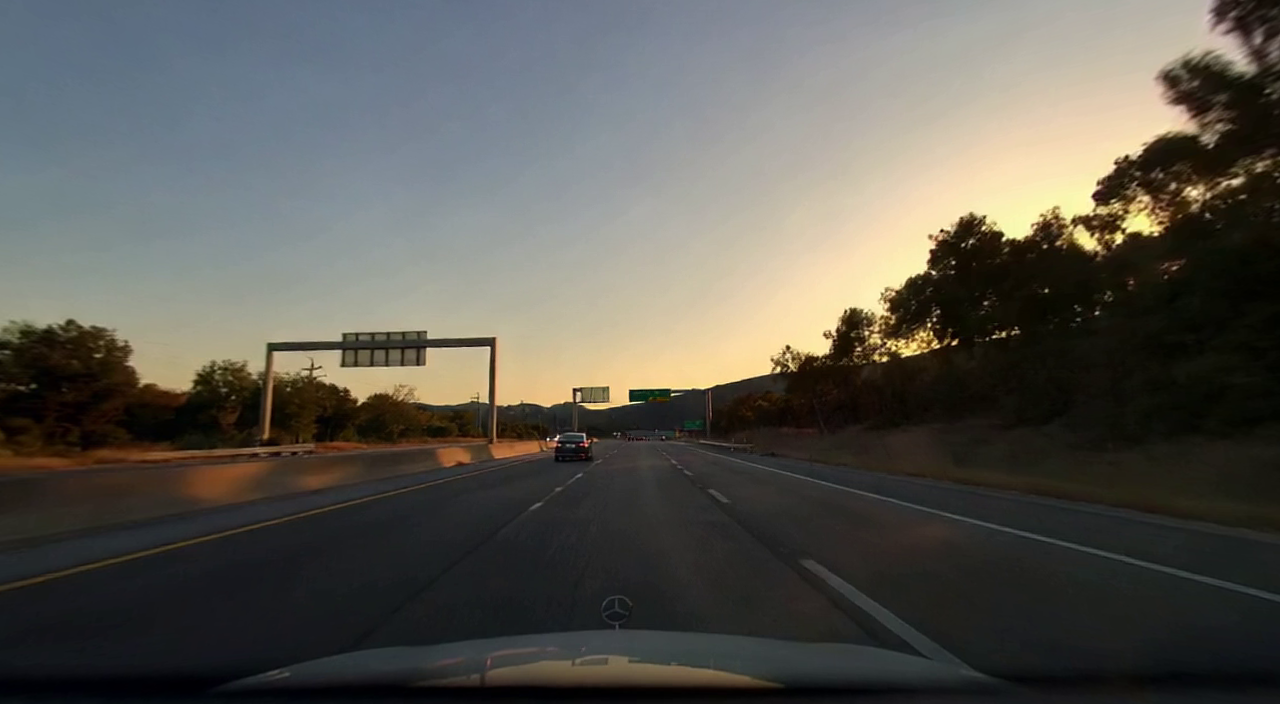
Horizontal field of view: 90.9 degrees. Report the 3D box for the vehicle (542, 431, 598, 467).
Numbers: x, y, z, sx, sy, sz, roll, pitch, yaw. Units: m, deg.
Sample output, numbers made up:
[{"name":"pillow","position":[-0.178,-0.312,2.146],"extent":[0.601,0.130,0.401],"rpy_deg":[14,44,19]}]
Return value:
[{"name":"vehicle","position":[-3.315,4.650,30.600],"extent":[2.148,1.603,4.513],"rpy_deg":[0,-8,1]}]
